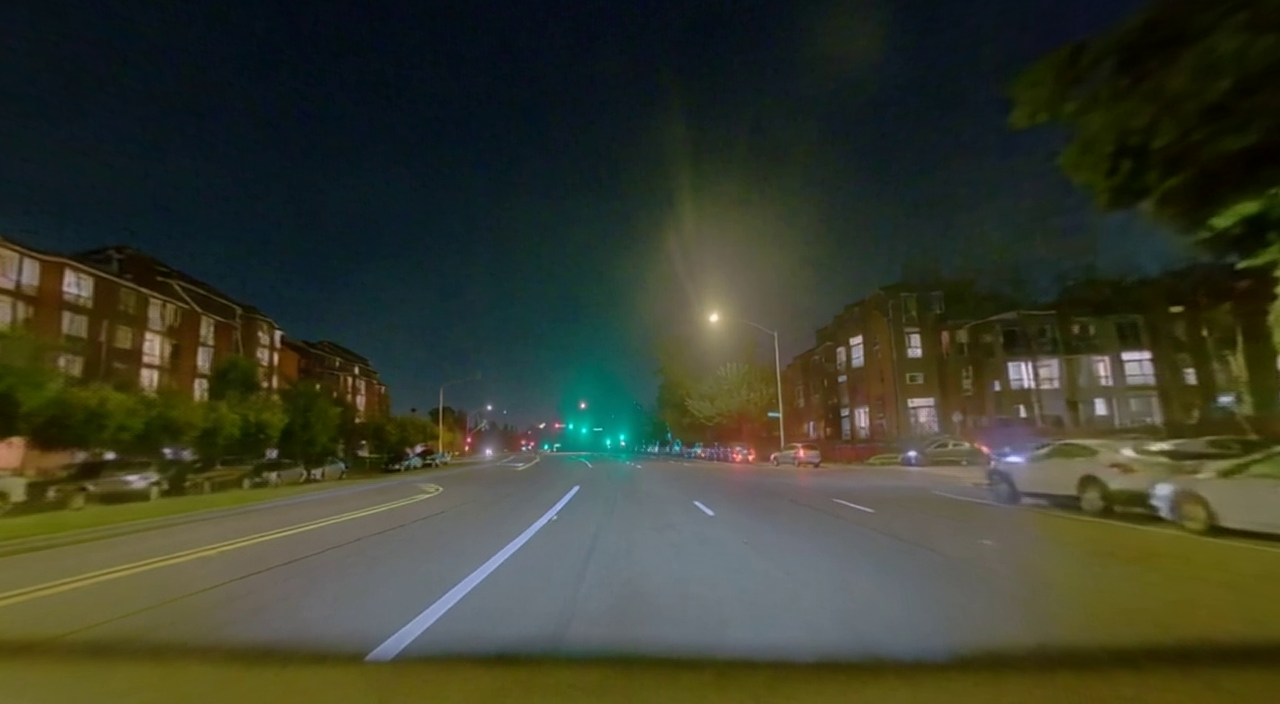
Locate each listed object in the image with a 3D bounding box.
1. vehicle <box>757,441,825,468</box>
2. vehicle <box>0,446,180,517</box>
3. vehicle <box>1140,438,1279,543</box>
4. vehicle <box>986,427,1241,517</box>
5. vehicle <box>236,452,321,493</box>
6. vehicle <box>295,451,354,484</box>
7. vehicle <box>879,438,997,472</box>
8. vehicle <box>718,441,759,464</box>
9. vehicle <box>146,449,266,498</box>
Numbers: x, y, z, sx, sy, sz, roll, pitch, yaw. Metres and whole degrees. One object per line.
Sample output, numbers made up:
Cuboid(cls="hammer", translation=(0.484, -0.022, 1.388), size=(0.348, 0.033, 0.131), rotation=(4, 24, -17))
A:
Cuboid(cls="vehicle", translation=(9.407, 6.435, 39.605), size=(1.919, 1.627, 4.196), rotation=(5, -10, -26))
Cuboid(cls="vehicle", translation=(-17.431, 3.997, 20.053), size=(2.099, 1.917, 4.720), rotation=(-1, -8, -2))
Cuboid(cls="vehicle", translation=(9.707, 1.889, 8.546), size=(1.863, 1.423, 4.709), rotation=(1, -9, -2))
Cuboid(cls="vehicle", translation=(9.786, 2.515, 13.680), size=(1.853, 1.578, 4.736), rotation=(0, -9, 0))
Cuboid(cls="vehicle", translation=(-17.838, 5.899, 31.331), size=(1.802, 1.477, 4.648), rotation=(-3, -5, -4))
Cuboid(cls="vehicle", translation=(-18.197, 6.651, 36.503), size=(1.836, 1.512, 3.581), rotation=(-2, -6, -5))
Cuboid(cls="vehicle", translation=(15.654, 5.424, 33.316), size=(5.088, 1.538, 2.114), rotation=(-2, -7, 2))
Cuboid(cls="vehicle", translation=(7.704, 7.966, 49.934), size=(2.039, 1.752, 4.876), rotation=(1, -9, -6))
Cuboid(cls="vehicle", translation=(-17.681, 4.924, 25.973), size=(1.883, 1.775, 4.466), rotation=(-1, -8, -2))
